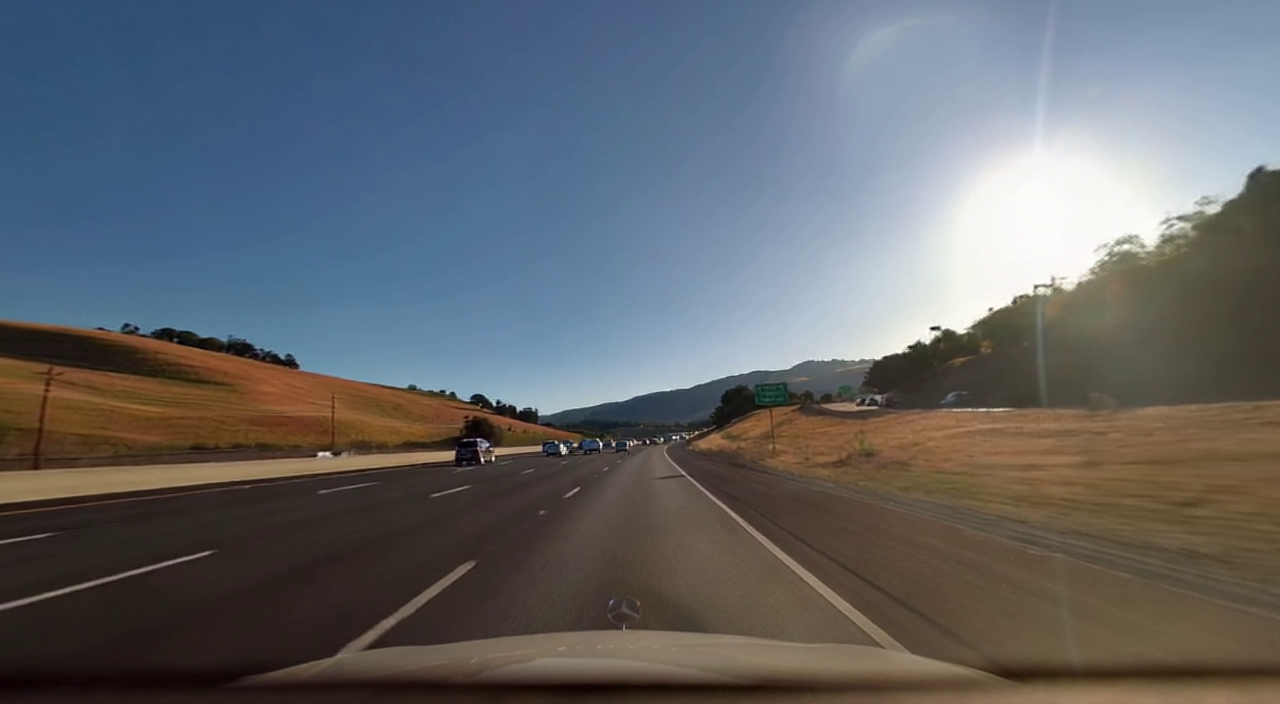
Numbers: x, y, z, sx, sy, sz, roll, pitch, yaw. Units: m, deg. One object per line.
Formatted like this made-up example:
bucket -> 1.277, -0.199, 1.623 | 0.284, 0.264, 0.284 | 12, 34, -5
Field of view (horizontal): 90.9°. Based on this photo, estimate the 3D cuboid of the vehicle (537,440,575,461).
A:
vehicle -> -6.333, 7.464, 47.945 | 2.107, 1.484, 4.449 | 0, -9, 2

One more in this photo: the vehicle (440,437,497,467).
vehicle -> -10.401, 6.074, 38.547 | 2.122, 1.695, 4.437 | 0, -9, 2
